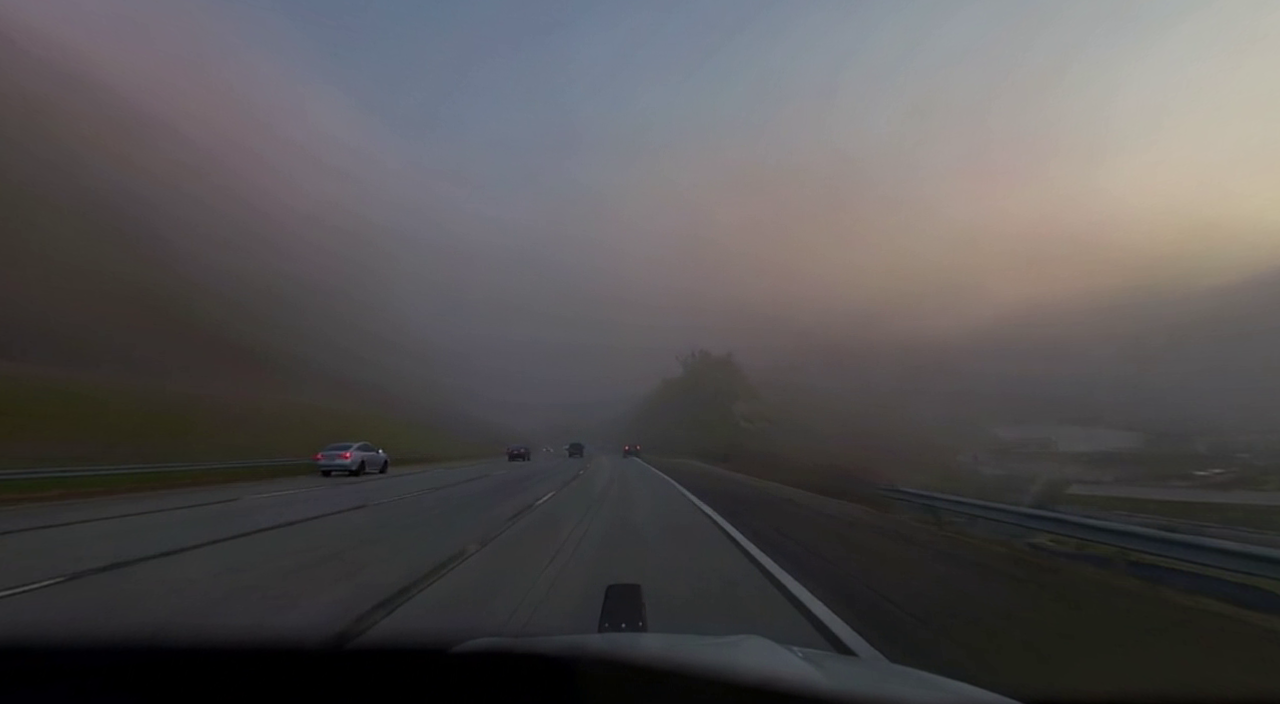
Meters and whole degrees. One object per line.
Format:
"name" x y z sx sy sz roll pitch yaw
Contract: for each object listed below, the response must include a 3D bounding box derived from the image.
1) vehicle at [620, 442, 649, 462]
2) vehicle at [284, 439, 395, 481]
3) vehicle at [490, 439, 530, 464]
"vehicle" -0.470 7.610 48.026 2.060 1.465 3.974 0 -8 -3
"vehicle" -11.778 4.245 25.029 2.056 1.489 4.852 0 -8 -1
"vehicle" -9.099 7.020 44.386 2.015 1.651 4.432 0 -8 -2
